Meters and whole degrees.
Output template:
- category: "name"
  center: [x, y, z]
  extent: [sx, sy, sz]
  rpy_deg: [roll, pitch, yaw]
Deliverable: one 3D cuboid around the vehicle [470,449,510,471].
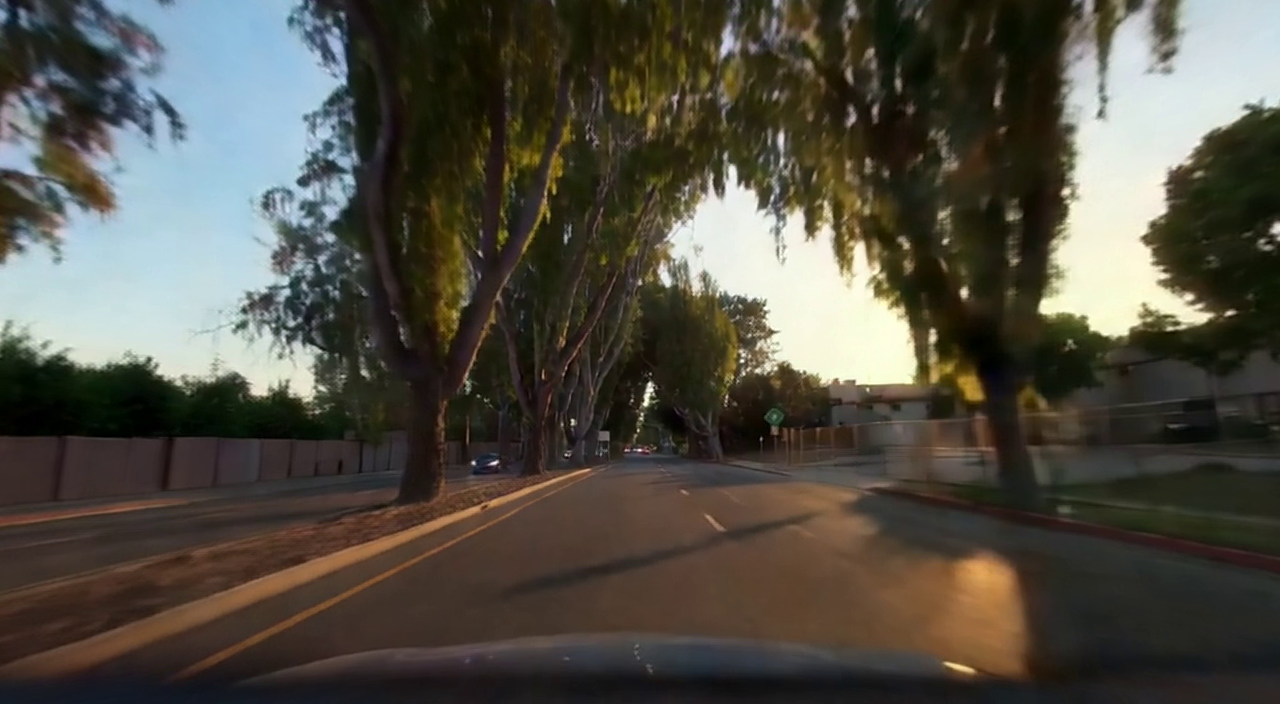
- category: "vehicle"
  center: [-11.112, 8.003, 47.047]
  extent: [1.825, 1.473, 4.357]
  rpy_deg: [0, -9, 0]
